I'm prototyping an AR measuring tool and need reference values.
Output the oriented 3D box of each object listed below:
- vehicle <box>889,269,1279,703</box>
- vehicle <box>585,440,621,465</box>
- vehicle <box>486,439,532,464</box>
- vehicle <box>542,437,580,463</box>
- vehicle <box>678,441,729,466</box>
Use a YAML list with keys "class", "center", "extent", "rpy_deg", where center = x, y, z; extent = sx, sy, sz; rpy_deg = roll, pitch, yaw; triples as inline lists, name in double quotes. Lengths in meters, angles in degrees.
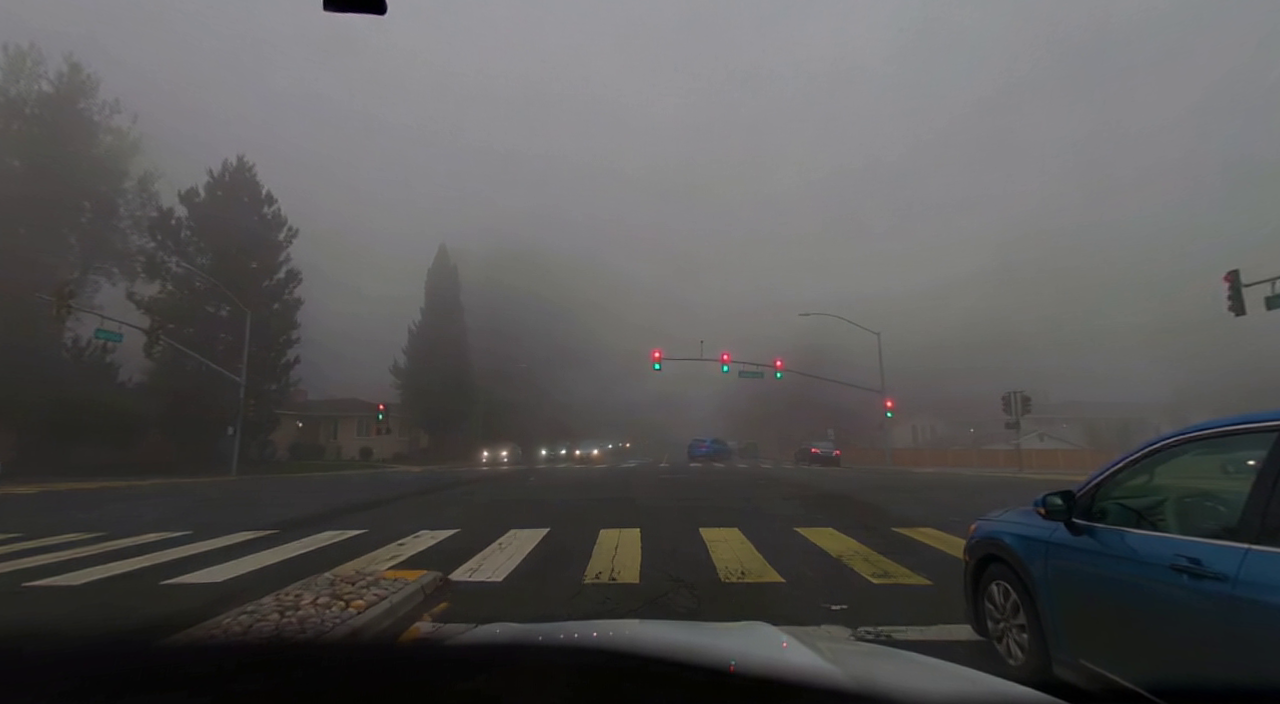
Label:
- class: "vehicle"
  center: [2.710, 0.708, 1.722]
  extent: [2.085, 1.800, 4.908]
  rpy_deg: [0, -9, 1]
- class: "vehicle"
  center: [-2.381, 6.603, 41.627]
  extent: [2.046, 1.491, 4.118]
  rpy_deg: [0, -9, 0]
- class: "vehicle"
  center: [-8.942, 6.859, 43.633]
  extent: [2.028, 1.654, 5.027]
  rpy_deg: [0, -9, 1]
- class: "vehicle"
  center: [-5.529, 6.934, 44.683]
  extent: [2.091, 1.707, 4.157]
  rpy_deg: [0, -9, 1]
- class: "vehicle"
  center: [4.284, 6.737, 42.083]
  extent: [2.104, 1.518, 4.999]
  rpy_deg: [-3, -9, 21]
